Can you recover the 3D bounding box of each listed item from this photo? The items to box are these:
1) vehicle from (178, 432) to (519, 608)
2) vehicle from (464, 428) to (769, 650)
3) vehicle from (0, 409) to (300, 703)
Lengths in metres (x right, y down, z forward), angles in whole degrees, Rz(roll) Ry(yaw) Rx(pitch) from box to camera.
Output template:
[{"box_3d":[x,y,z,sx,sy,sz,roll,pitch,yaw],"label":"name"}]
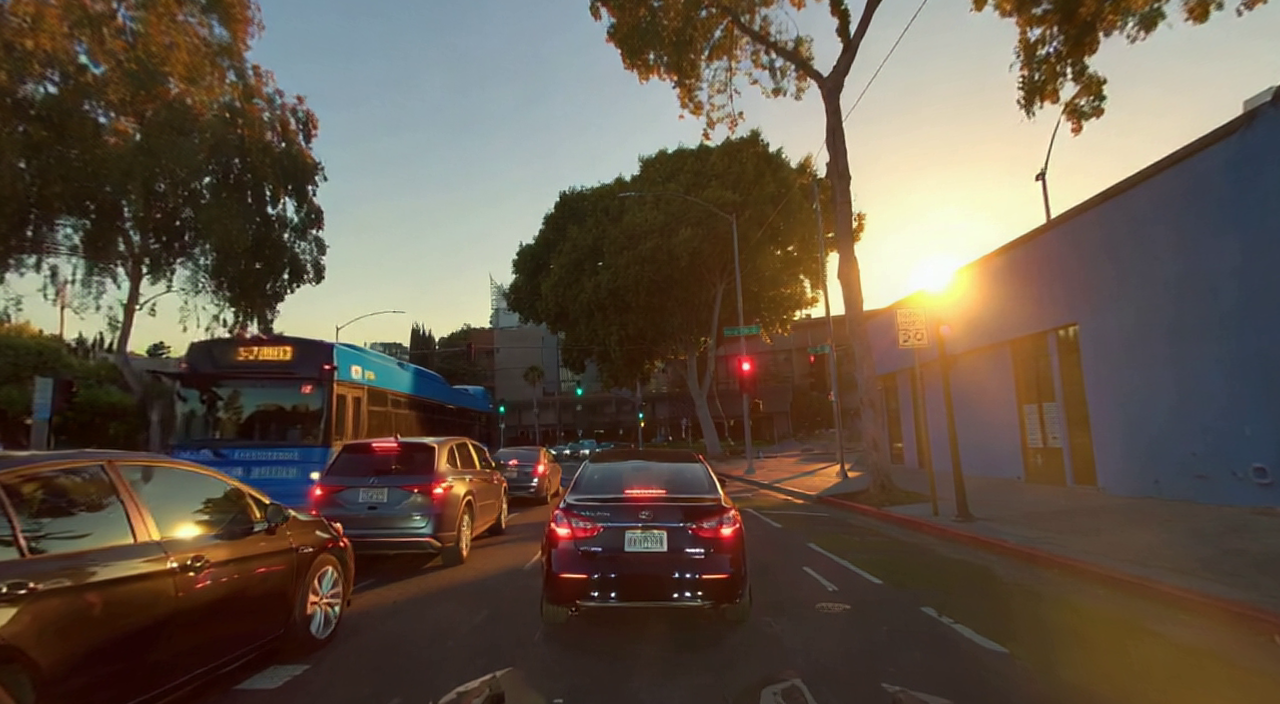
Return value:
[{"box_3d":[-2.920,1.757,7.632,1.944,1.481,4.385,0,-8,1],"label":"vehicle"},{"box_3d":[-0.143,1.529,6.162,2.031,1.461,3.763,0,-8,0],"label":"vehicle"},{"box_3d":[-3.172,0.883,1.731,1.867,1.486,4.452,0,-8,2],"label":"vehicle"}]
